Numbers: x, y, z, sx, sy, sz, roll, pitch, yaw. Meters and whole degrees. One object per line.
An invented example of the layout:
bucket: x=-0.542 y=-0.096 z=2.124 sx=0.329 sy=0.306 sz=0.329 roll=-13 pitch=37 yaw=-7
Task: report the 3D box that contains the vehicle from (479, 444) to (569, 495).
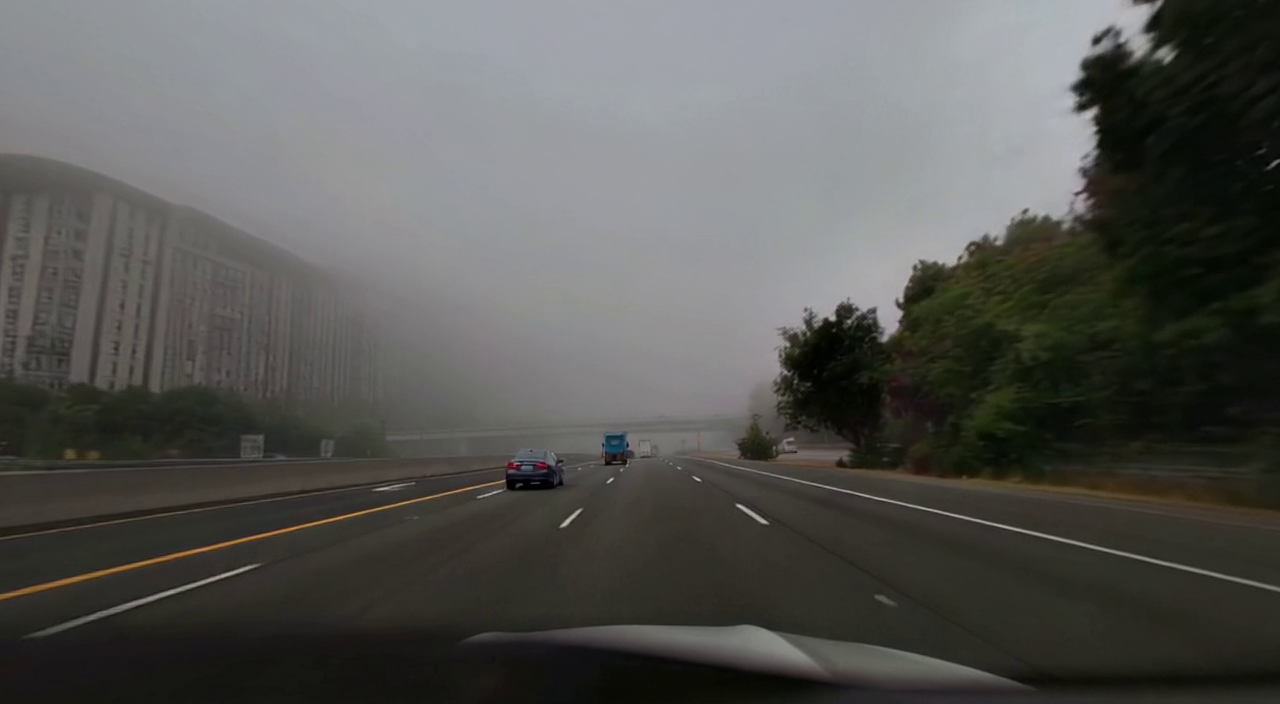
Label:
vehicle: x=-3.671 y=3.827 z=20.852 sx=2.039 sy=1.478 sz=4.483 roll=0 pitch=-9 yaw=1
